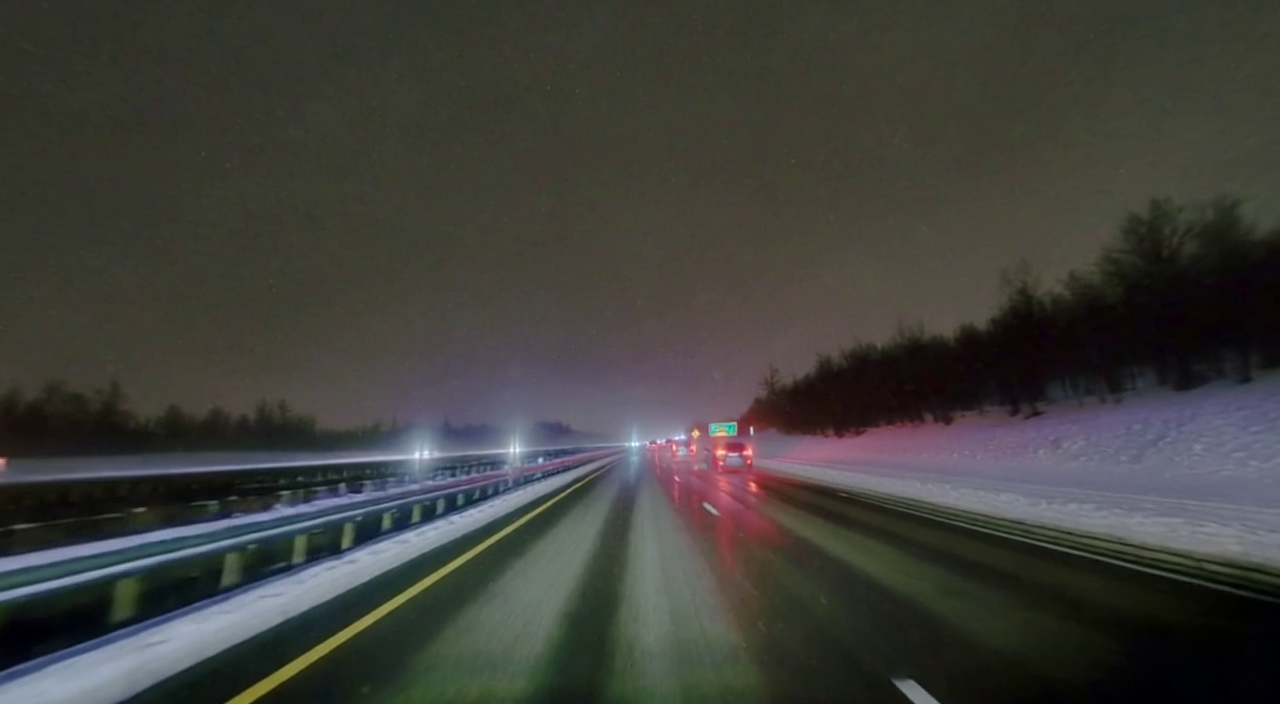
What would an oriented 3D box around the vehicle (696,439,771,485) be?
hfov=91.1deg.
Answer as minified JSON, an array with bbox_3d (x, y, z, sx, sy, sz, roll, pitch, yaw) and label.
[{"bbox_3d":[3.343,4.037,23.372,2.044,1.527,4.658,0,-8,-1],"label":"vehicle"}]
